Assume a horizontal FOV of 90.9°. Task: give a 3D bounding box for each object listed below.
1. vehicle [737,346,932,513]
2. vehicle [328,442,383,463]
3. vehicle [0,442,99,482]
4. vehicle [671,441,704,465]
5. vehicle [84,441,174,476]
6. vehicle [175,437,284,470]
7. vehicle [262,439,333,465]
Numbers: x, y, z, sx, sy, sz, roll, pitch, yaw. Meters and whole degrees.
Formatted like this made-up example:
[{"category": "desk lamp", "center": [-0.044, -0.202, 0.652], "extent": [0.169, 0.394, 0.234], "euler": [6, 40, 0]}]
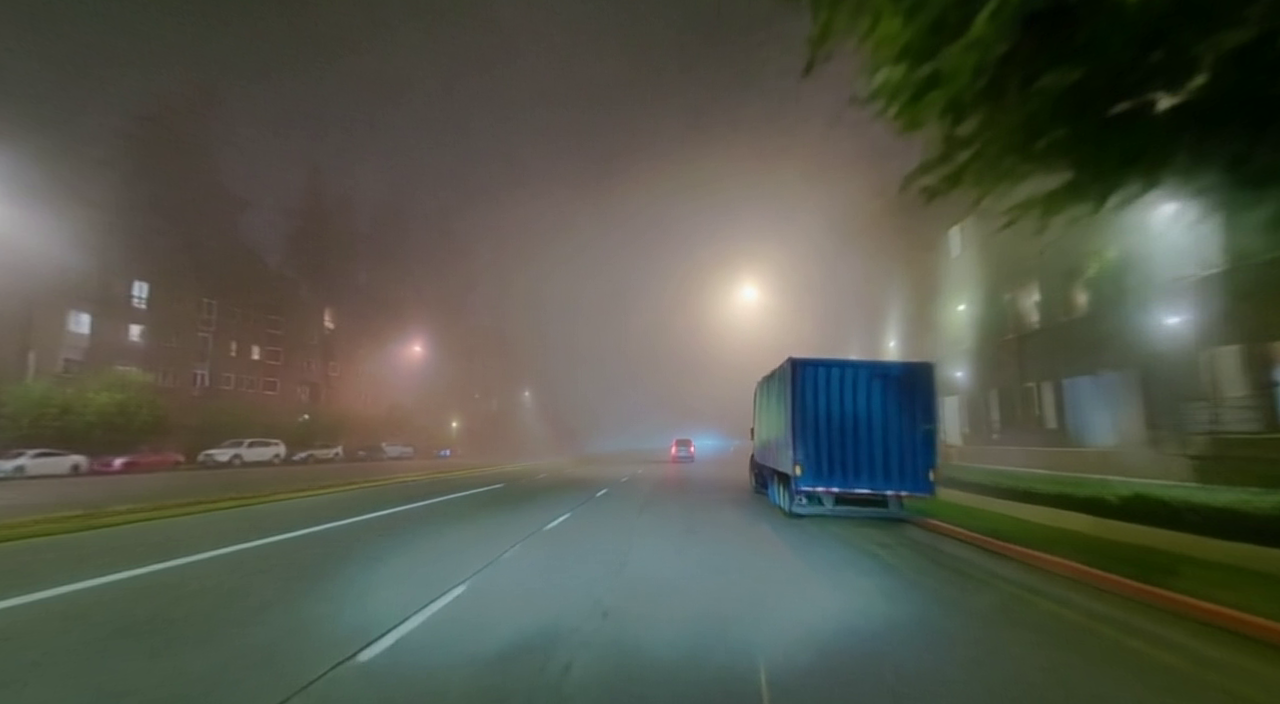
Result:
[{"category": "vehicle", "center": [4.467, 2.135, 16.747], "extent": [2.945, 3.277, 8.473], "euler": [-1, -8, 4]}, {"category": "vehicle", "center": [-21.913, 7.749, 48.738], "extent": [1.900, 1.489, 4.361], "euler": [-1, -8, 6]}, {"category": "vehicle", "center": [-24.325, 4.324, 24.928], "extent": [2.015, 1.446, 4.316], "euler": [-2, -8, 0]}, {"category": "vehicle", "center": [2.886, 6.065, 37.981], "extent": [1.871, 1.370, 4.206], "euler": [-1, -8, 5]}, {"category": "vehicle", "center": [-24.145, 5.006, 29.882], "extent": [1.659, 1.570, 2.845], "euler": [-1, -8, 5]}, {"category": "vehicle", "center": [-23.493, 5.848, 36.432], "extent": [2.242, 1.693, 5.560], "euler": [-2, -9, 5]}, {"category": "vehicle", "center": [-22.826, 6.681, 42.254], "extent": [2.008, 1.668, 4.379], "euler": [-1, -8, 5]}]
